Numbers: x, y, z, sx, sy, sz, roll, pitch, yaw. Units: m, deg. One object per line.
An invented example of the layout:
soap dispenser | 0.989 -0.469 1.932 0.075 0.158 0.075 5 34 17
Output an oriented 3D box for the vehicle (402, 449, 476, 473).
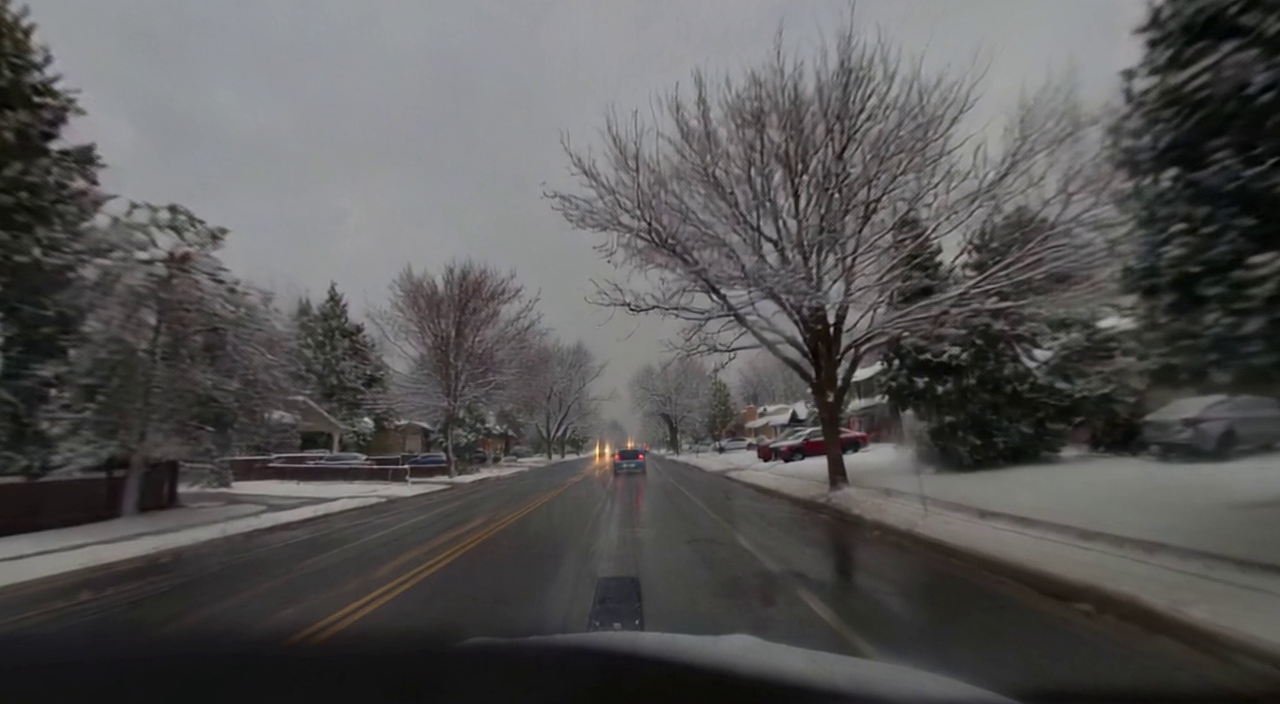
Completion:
vehicle | -14.837 8.063 46.830 4.608 1.743 2.222 -1 -9 7

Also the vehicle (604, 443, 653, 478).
vehicle | -0.475 4.985 29.315 2.098 1.483 4.099 0 -9 0

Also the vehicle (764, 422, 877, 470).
vehicle | 8.283 4.371 29.352 4.513 1.617 1.998 -7 -9 -1

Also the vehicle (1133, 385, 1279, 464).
vehicle | 17.038 1.877 17.262 5.269 1.813 2.063 -5 -9 -1

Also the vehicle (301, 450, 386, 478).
vehicle | -17.121 6.434 36.492 4.608 1.481 1.890 -4 -10 26
